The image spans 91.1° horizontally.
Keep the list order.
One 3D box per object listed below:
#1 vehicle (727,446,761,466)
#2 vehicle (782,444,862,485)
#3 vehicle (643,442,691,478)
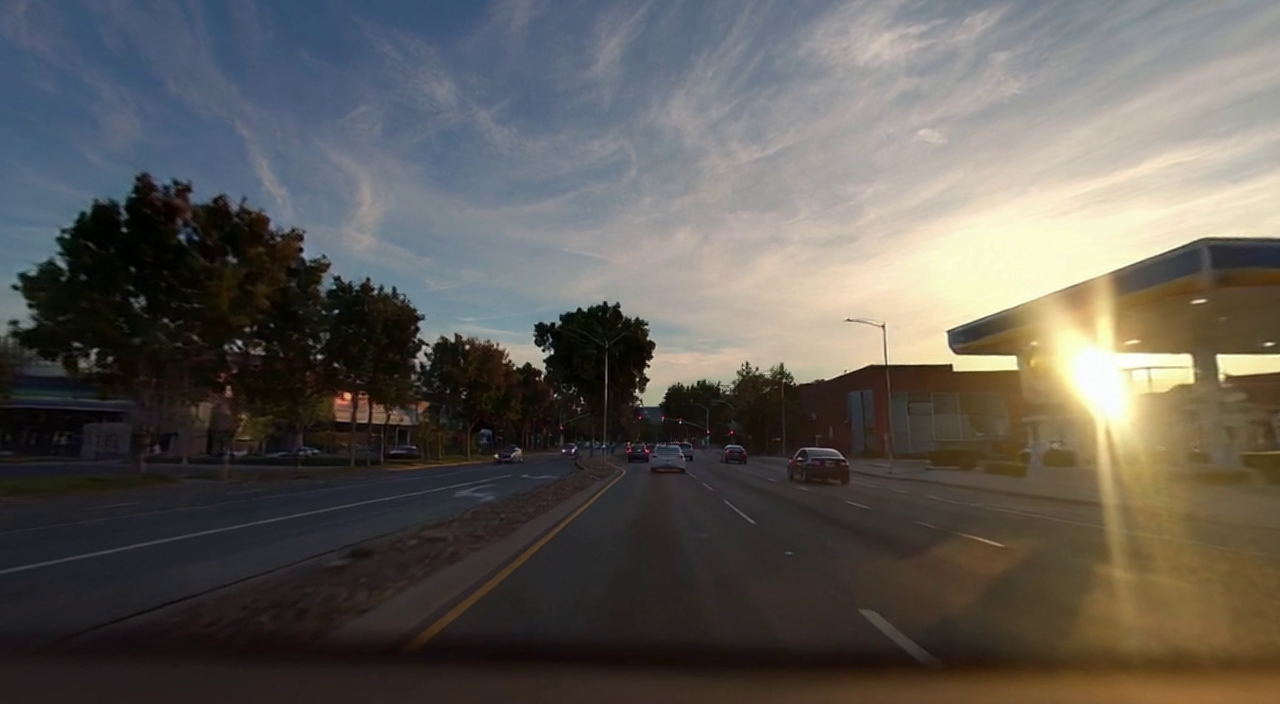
[{"bbox_3d":[8.210,8.190,49.789,1.930,1.479,4.477,0,-8,0],"label":"vehicle"},{"bbox_3d":[7.183,4.473,25.257,1.918,1.484,4.456,0,-8,0],"label":"vehicle"},{"bbox_3d":[1.157,4.835,28.362,1.971,1.479,4.493,0,-8,1],"label":"vehicle"}]
